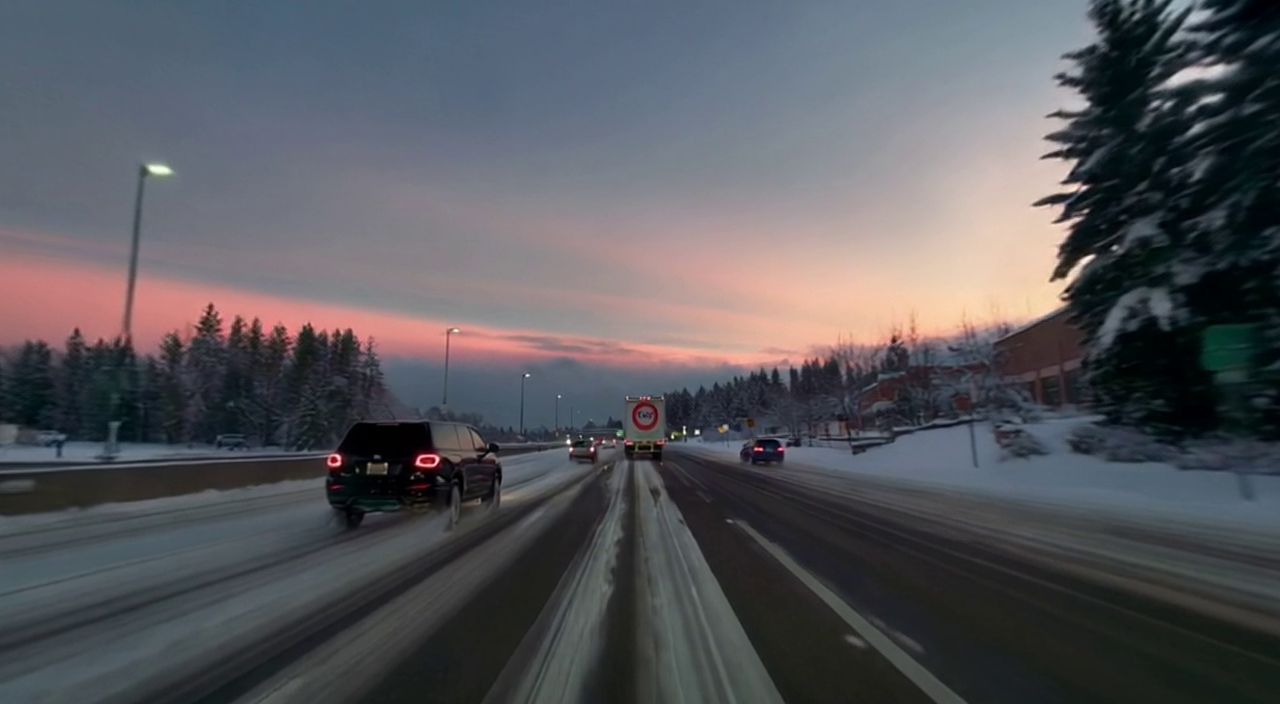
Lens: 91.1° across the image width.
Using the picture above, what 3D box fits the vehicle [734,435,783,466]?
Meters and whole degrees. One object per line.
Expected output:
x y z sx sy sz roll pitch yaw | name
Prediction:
6.816 5.729 36.566 1.958 1.681 4.109 0 -9 -1 | vehicle

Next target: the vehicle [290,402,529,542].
-3.471 1.942 10.772 2.178 1.826 4.933 0 -9 0 | vehicle
